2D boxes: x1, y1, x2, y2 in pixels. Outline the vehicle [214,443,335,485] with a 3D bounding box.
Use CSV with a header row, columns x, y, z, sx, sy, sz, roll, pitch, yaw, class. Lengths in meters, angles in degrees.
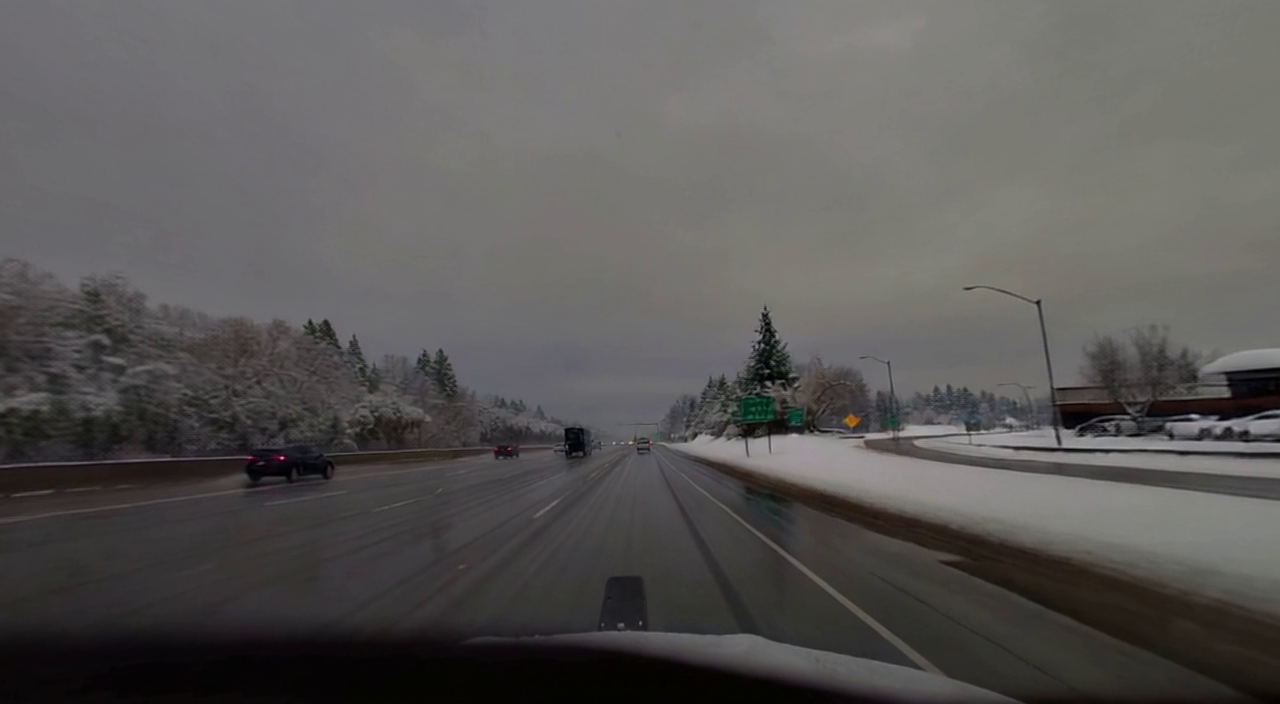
x,y,z,sx,sy,sz,roll,pitch,yaw,class
-14.005,4.275,24.530,1.988,1.477,4.442,0,-8,0,vehicle
